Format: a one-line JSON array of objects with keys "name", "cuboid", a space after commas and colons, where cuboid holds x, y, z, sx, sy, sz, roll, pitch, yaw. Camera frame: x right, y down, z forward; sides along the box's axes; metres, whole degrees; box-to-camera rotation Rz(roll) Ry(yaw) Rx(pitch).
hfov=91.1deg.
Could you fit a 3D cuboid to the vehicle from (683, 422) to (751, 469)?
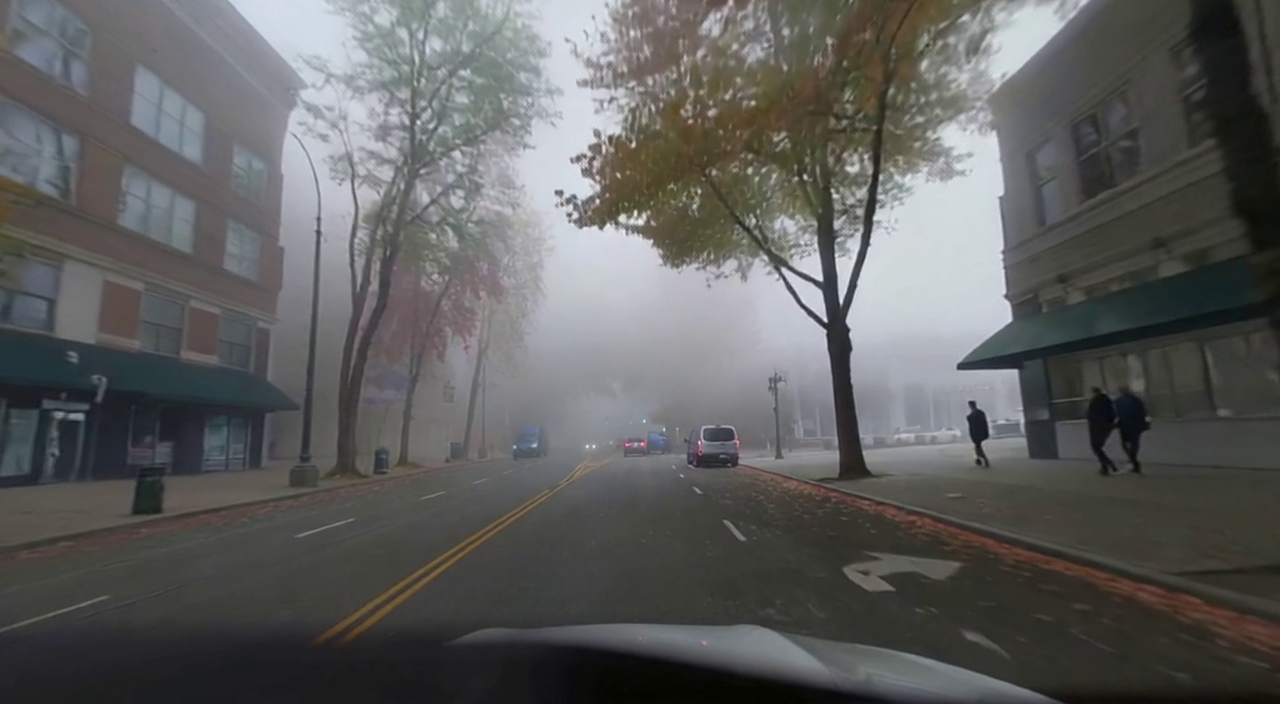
[{"name": "vehicle", "cuboid": [3.444, 4.276, 29.122, 2.357, 1.986, 5.136, 0, -7, -1]}]
